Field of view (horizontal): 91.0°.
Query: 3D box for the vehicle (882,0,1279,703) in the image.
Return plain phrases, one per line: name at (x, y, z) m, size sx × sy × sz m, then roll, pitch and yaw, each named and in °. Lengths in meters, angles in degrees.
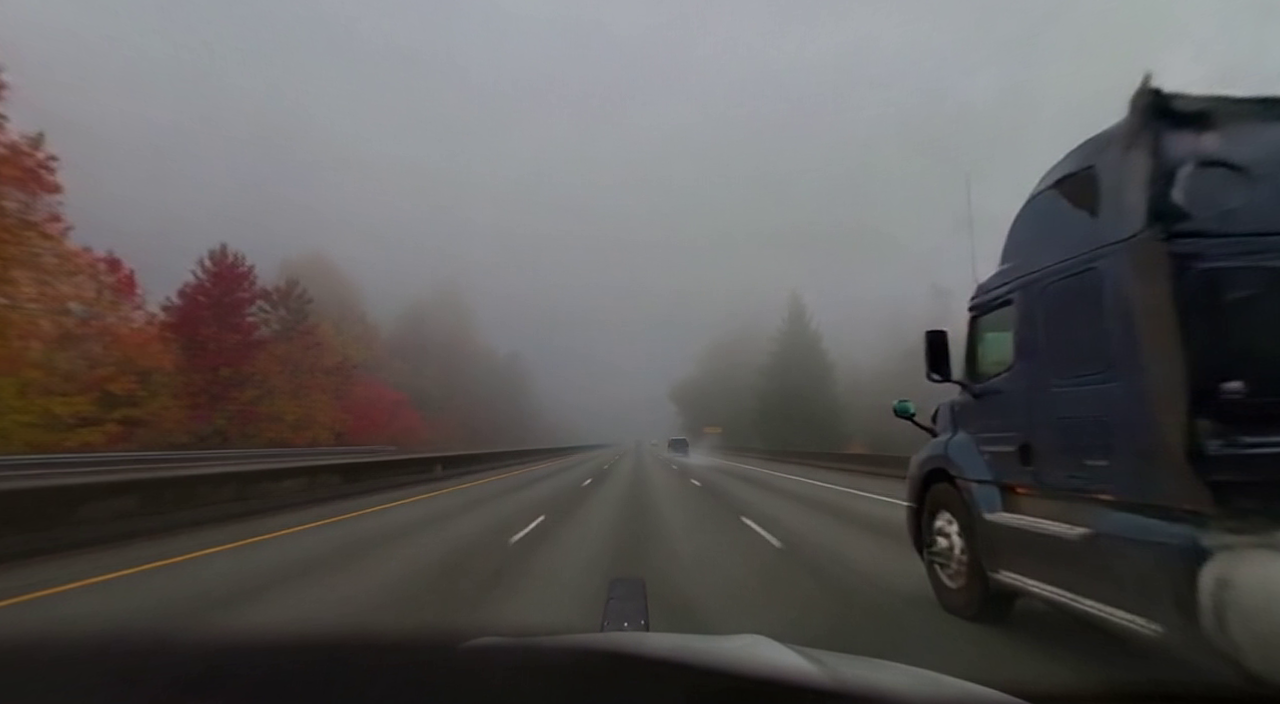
vehicle at (3.846, -0.432, 1.722) m, size 3.040 × 4.038 × 8.179 m, roll 0°, pitch -8°, yaw 0°
